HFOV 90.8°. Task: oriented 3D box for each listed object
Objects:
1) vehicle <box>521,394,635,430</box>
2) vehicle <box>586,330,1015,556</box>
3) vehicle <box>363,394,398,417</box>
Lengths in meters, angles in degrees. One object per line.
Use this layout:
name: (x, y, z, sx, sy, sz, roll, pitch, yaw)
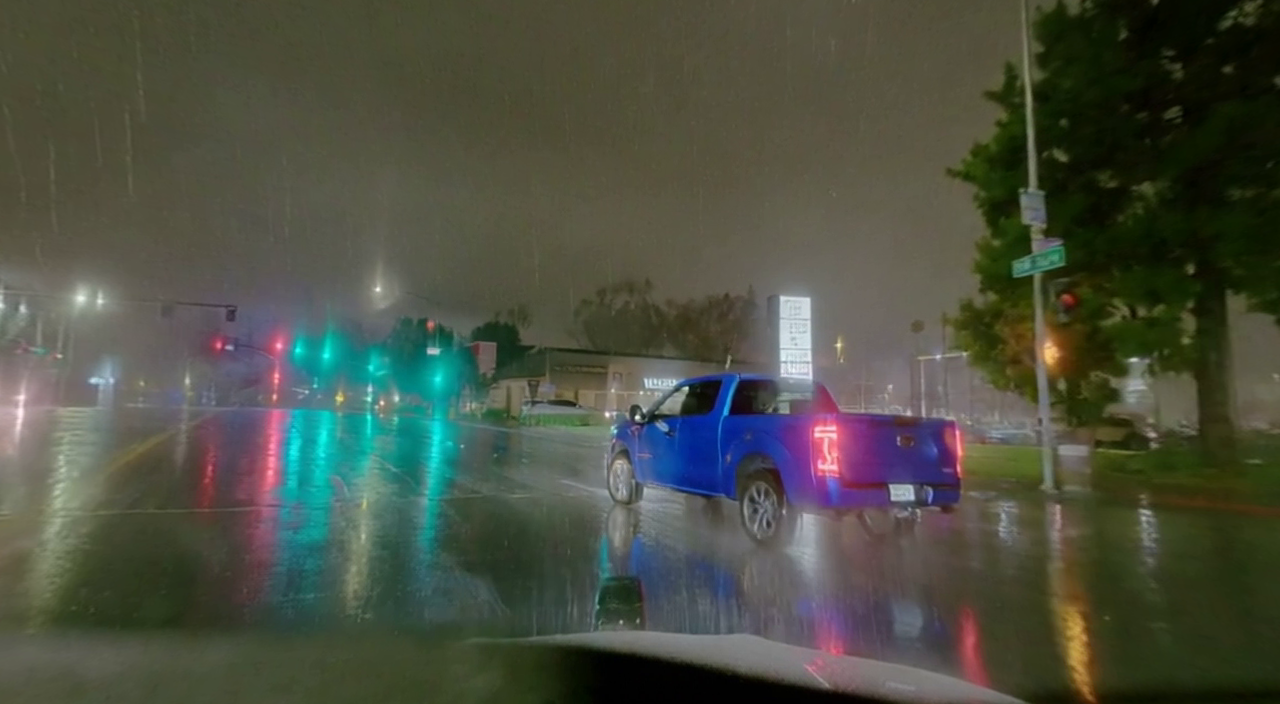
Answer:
vehicle: (-4.333, 4.329, 44.940, 7.551, 2.142, 2.896, 6, -10, -31)
vehicle: (1.458, 1.178, 8.468, 2.402, 1.922, 5.677, 5, -9, -25)
vehicle: (-19.545, 4.085, 47.495, 1.842, 1.467, 4.633, 6, -9, -28)
